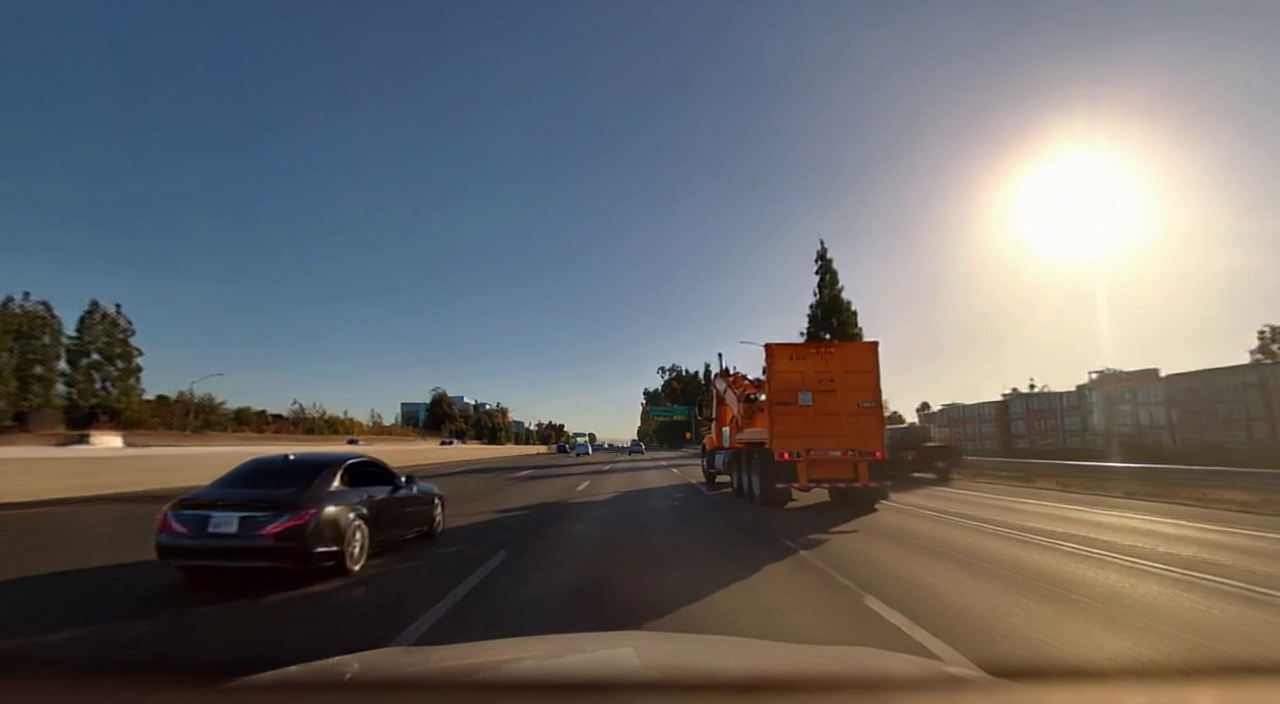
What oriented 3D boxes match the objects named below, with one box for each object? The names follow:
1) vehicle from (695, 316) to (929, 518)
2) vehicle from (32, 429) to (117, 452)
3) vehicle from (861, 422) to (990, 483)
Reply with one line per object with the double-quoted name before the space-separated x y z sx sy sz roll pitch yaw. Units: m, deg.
"vehicle" 3.479 1.903 16.477 2.966 3.586 10.563 0 -9 -1
"vehicle" -44.582 7.037 49.999 1.933 1.642 5.248 0 -9 -1
"vehicle" 10.745 3.853 24.426 2.286 2.044 5.722 0 -9 0
